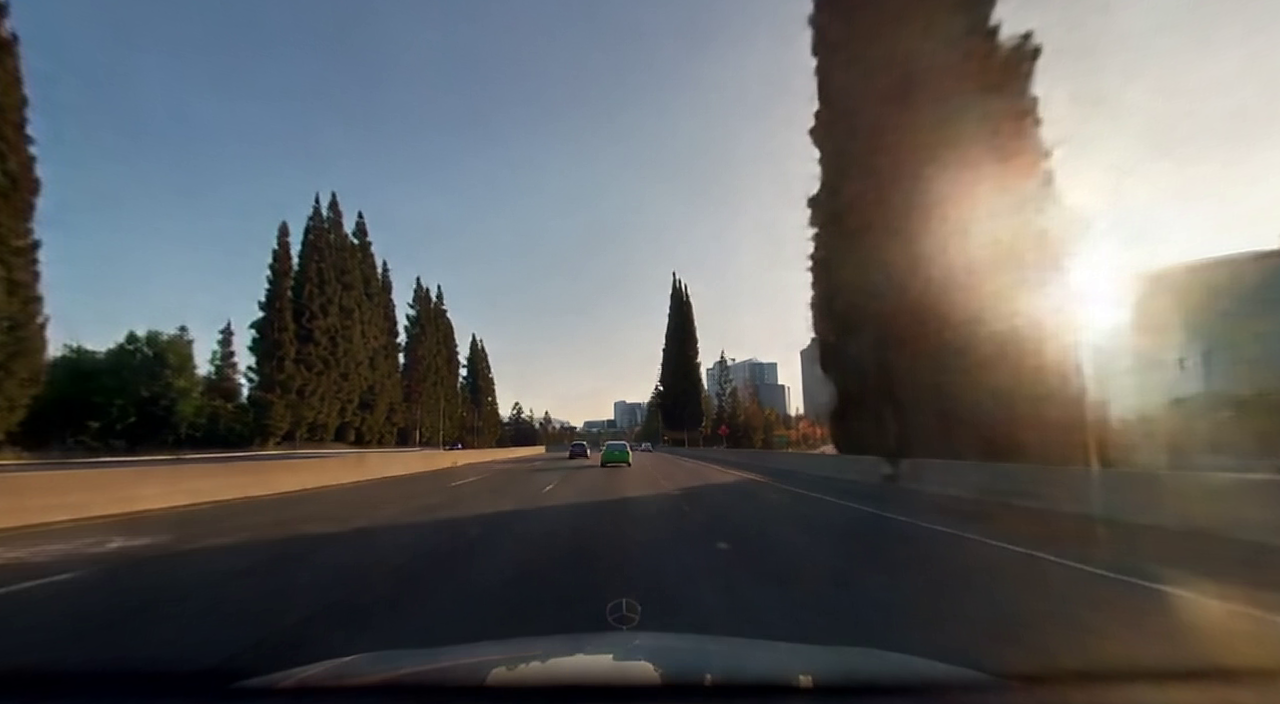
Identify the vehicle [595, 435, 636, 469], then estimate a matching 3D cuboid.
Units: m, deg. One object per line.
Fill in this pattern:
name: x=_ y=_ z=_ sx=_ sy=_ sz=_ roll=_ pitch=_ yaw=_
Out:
vehicle: x=-1.423 y=5.911 z=37.349 sx=2.302 sy=1.810 sz=4.707 roll=0 pitch=-9 yaw=-2
